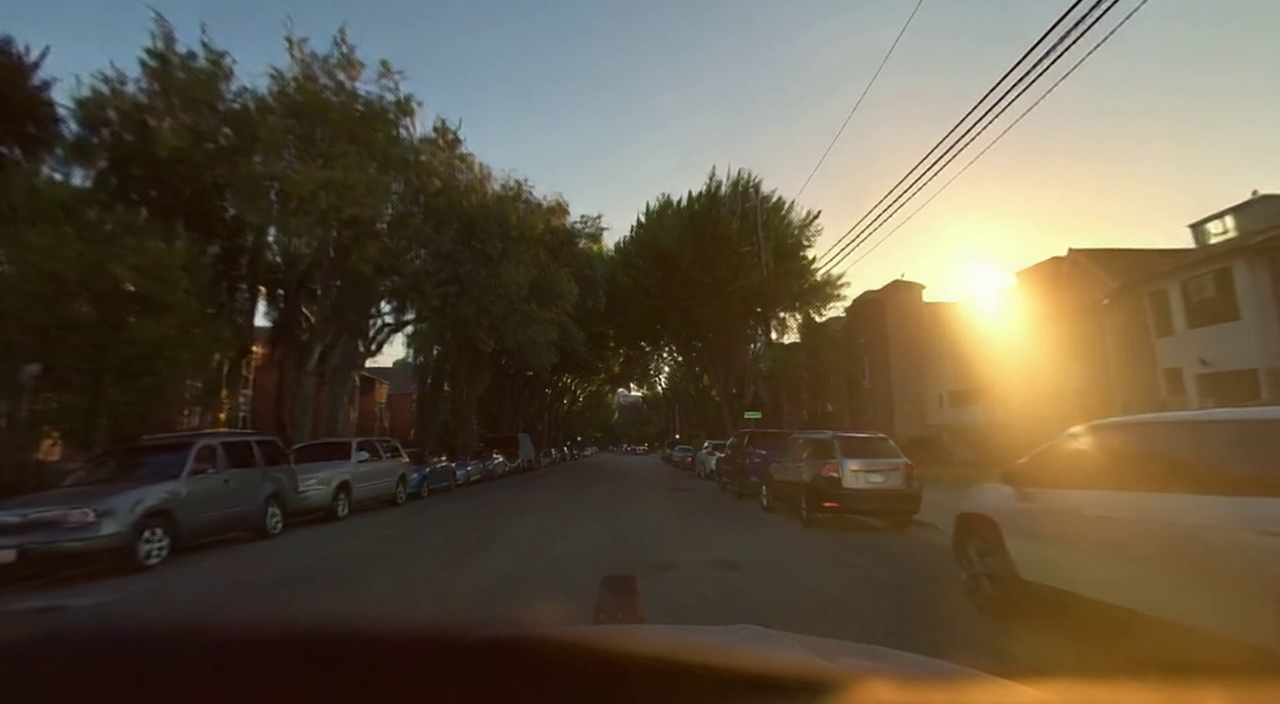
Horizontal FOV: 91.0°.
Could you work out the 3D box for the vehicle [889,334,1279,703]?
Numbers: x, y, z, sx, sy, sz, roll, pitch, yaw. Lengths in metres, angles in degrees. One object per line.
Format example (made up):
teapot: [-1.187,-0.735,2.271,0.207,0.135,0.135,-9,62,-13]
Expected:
vehicle: [3.936,1.030,3.941,2.280,1.850,5.961,0,-8,0]

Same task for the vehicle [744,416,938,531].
vehicle: [3.784,2.407,13.152,2.214,1.885,5.268,0,-8,-1]

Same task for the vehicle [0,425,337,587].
vehicle: [-7.337,2.276,10.051,2.384,1.781,5.492,-3,-10,-1]

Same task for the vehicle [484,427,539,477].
vehicle: [-7.812,6.170,38.829,2.294,2.707,6.199,-2,-9,-2]
